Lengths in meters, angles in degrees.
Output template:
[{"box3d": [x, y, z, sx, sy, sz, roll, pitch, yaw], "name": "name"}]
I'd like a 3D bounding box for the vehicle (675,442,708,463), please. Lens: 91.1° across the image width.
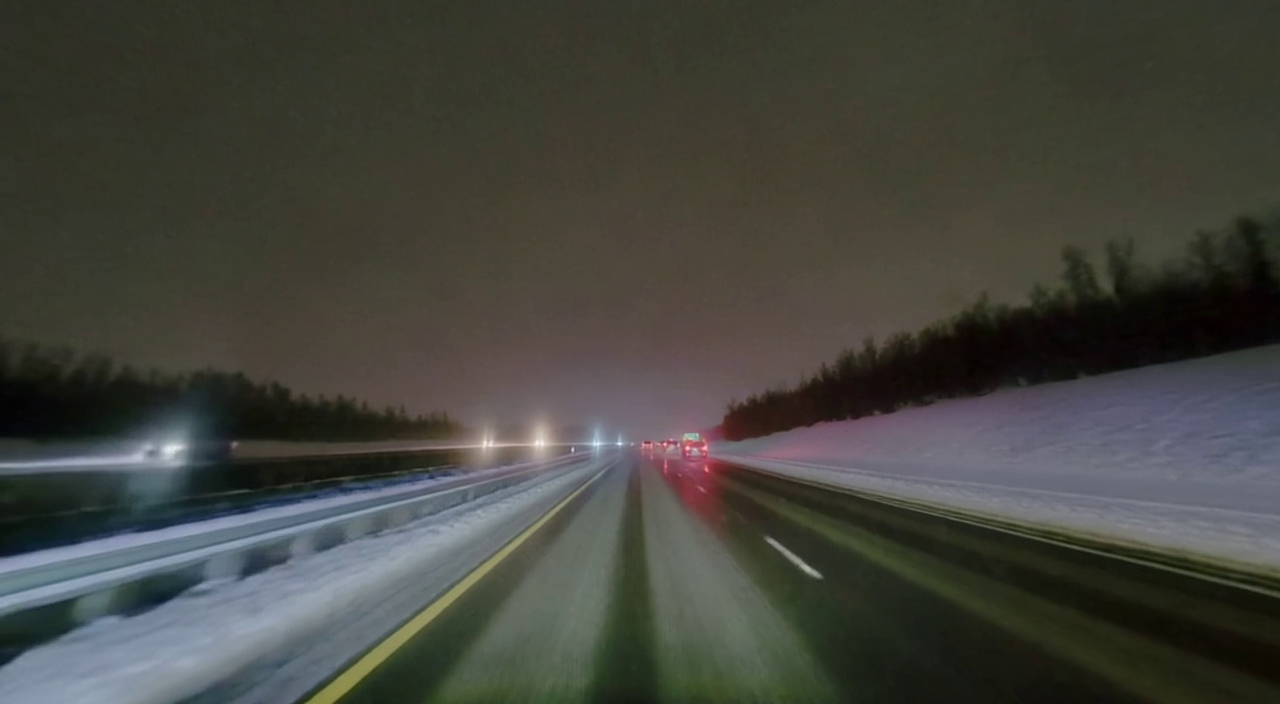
[{"box3d": [3.817, 7.547, 47.305, 2.044, 1.527, 4.658, 0, -8, 0], "name": "vehicle"}]
